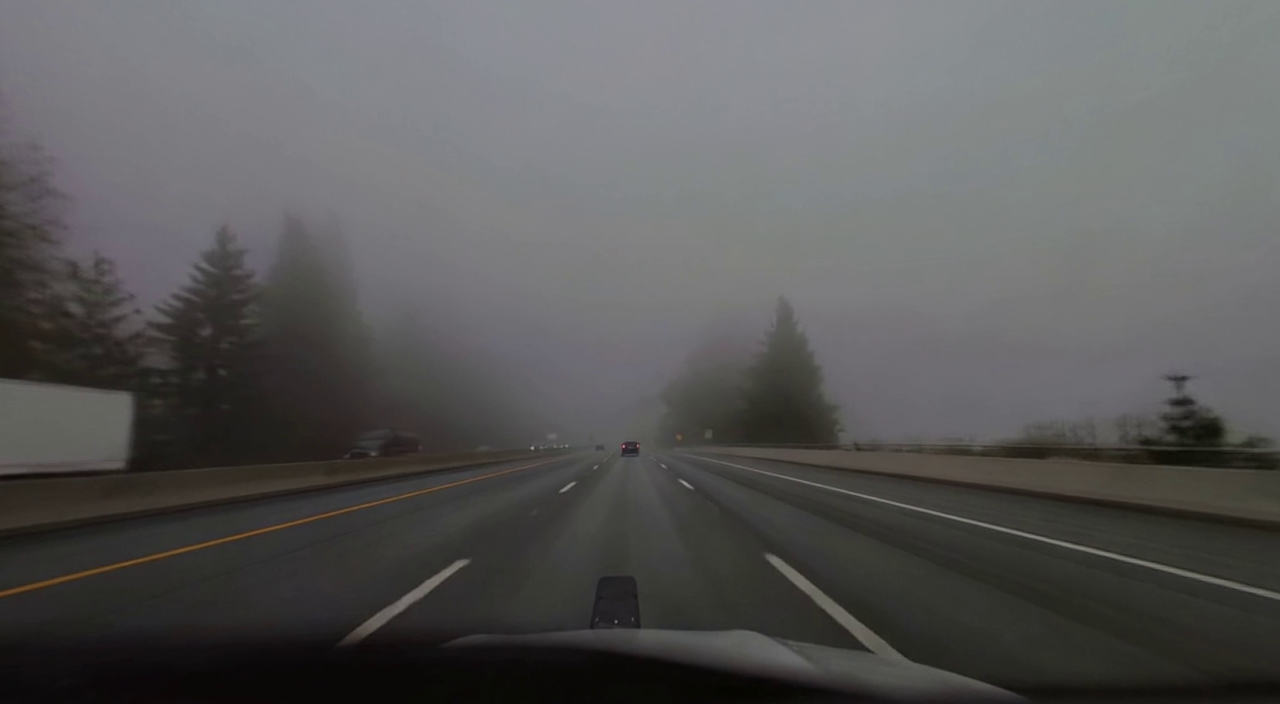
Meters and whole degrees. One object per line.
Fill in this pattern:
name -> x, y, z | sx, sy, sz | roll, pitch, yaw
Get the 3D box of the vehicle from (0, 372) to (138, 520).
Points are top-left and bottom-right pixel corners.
vehicle -> -19.320, 2.326, 15.310 | 2.955, 4.092, 13.867 | 0, -8, -1

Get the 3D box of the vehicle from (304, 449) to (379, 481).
vehicle -> -15.903, 6.019, 33.804 | 1.847, 1.476, 4.561 | 0, -8, -1

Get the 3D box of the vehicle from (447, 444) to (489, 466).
vehicle -> -12.801, 7.694, 47.147 | 1.962, 1.479, 4.434 | 0, -8, -1

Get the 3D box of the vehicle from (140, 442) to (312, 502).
vehicle -> -11.885, 3.427, 18.558 | 1.985, 1.503, 4.545 | -1, -8, 0

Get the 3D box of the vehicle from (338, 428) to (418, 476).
vehicle -> -19.500, 7.476, 47.481 | 2.739, 3.229, 7.874 | -1, -8, 0
